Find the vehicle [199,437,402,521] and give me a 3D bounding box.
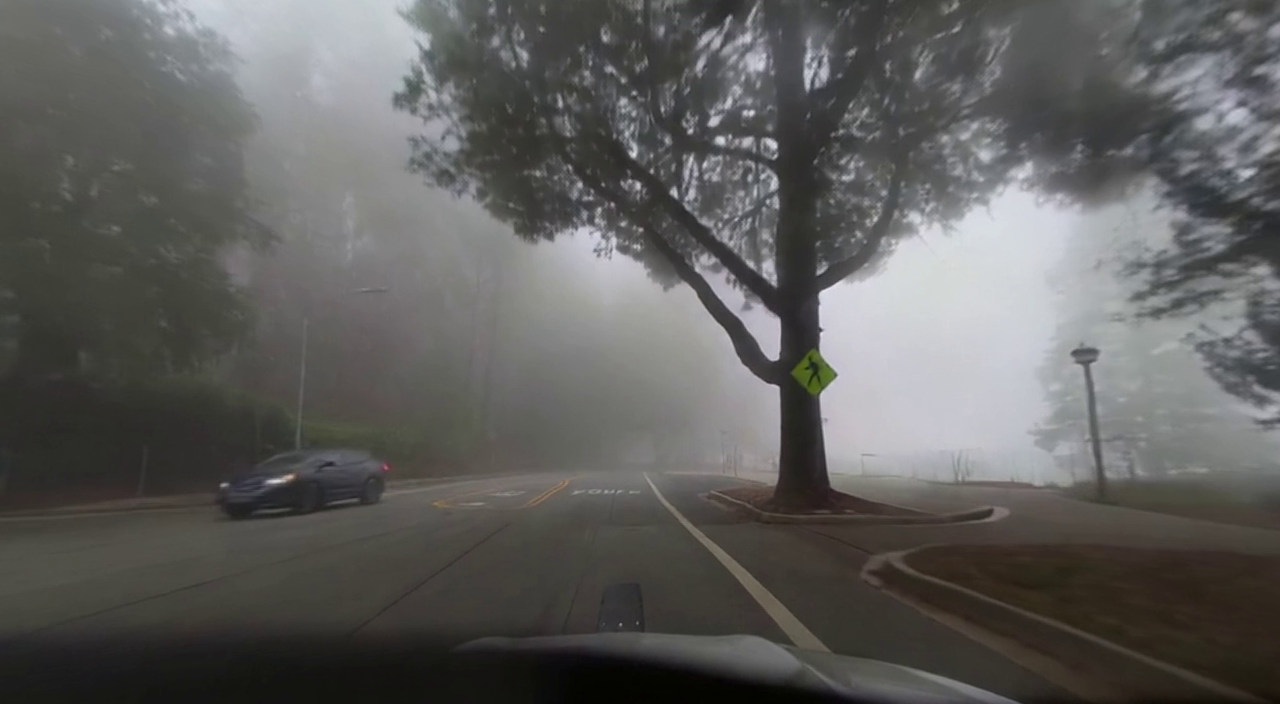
[{"bbox_3d":[-7.874,2.971,15.372,2.036,1.686,4.780,-1,-9,4],"label":"vehicle"}]
